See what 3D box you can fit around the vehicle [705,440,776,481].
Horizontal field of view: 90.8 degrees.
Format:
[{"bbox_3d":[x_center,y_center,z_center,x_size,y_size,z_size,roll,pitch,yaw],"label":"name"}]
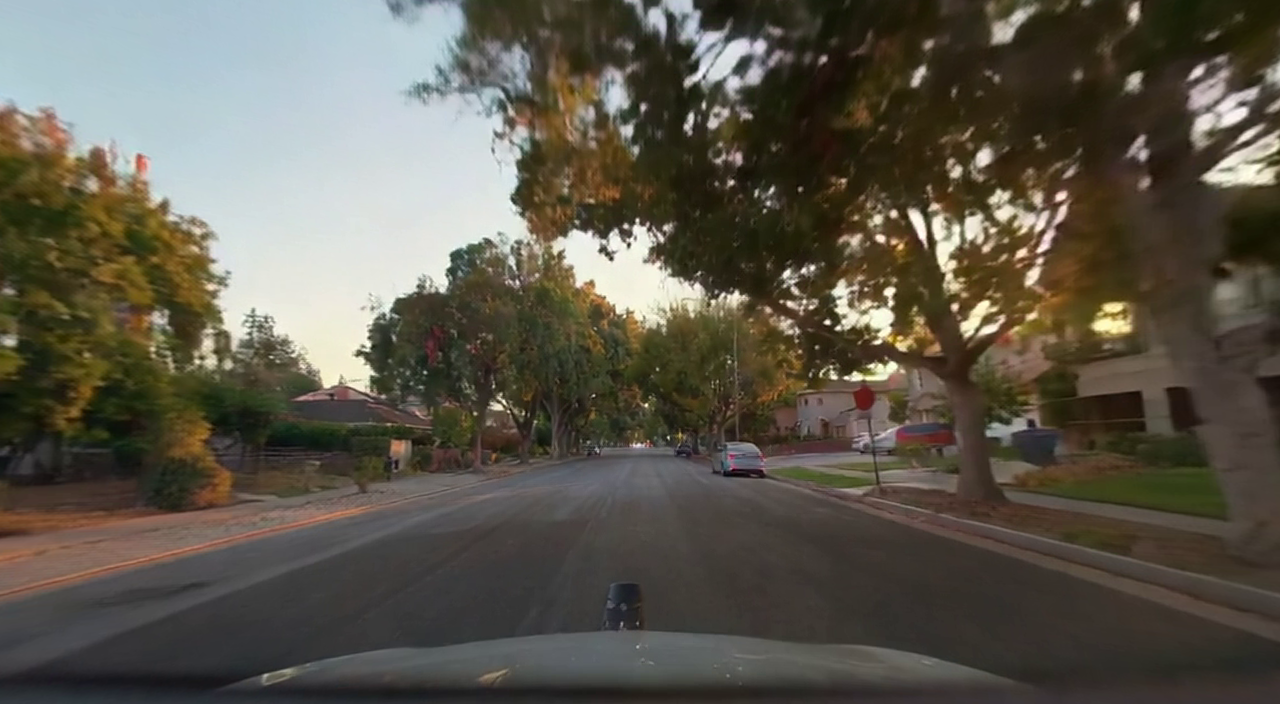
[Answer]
[{"bbox_3d":[3.867,4.240,25.004,2.013,1.473,4.329,0,-8,-1],"label":"vehicle"}]
